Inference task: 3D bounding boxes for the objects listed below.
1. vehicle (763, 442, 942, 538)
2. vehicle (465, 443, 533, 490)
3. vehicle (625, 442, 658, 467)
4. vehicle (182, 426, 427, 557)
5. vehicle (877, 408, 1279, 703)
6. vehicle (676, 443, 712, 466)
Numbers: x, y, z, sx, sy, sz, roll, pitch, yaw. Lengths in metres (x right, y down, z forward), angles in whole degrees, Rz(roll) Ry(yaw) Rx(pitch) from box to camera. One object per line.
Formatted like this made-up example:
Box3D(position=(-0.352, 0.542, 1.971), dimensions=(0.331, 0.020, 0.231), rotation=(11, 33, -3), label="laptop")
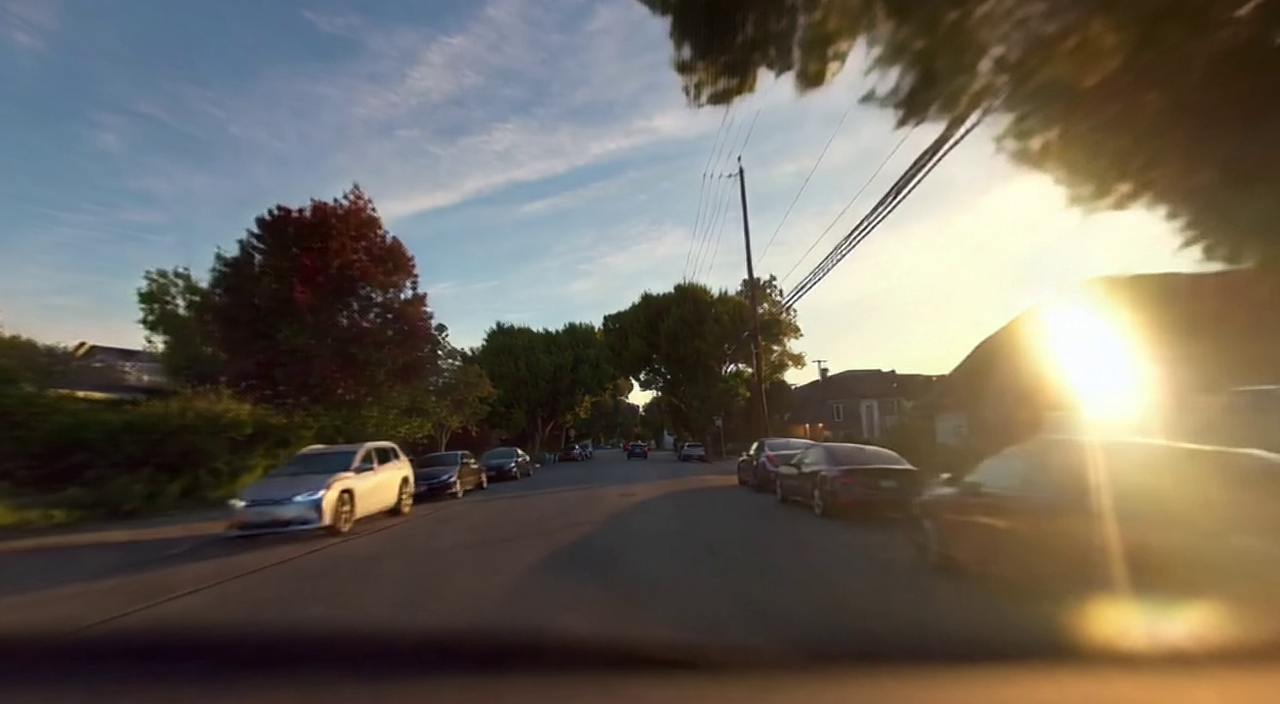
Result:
Box3D(position=(3.691, 2.449, 11.961), dimensions=(1.789, 1.435, 4.499), rotation=(0, -8, 0), label="vehicle")
Box3D(position=(-6.028, 4.891, 27.548), dimensions=(1.769, 1.572, 4.990), rotation=(-4, -6, 0), label="vehicle")
Box3D(position=(0.053, 6.784, 41.998), dimensions=(2.062, 1.509, 4.305), rotation=(0, -9, -1), label="vehicle")
Box3D(position=(-5.925, 2.424, 12.073), dimensions=(2.115, 1.820, 5.002), rotation=(-3, -7, -2), label="vehicle")
Box3D(position=(3.792, 1.292, 4.820), dimensions=(2.039, 1.480, 4.831), rotation=(-1, -9, -1), label="vehicle")
Box3D(position=(3.948, 7.611, 46.993), dimensions=(2.144, 1.572, 5.026), rotation=(0, -8, 0), label="vehicle")
